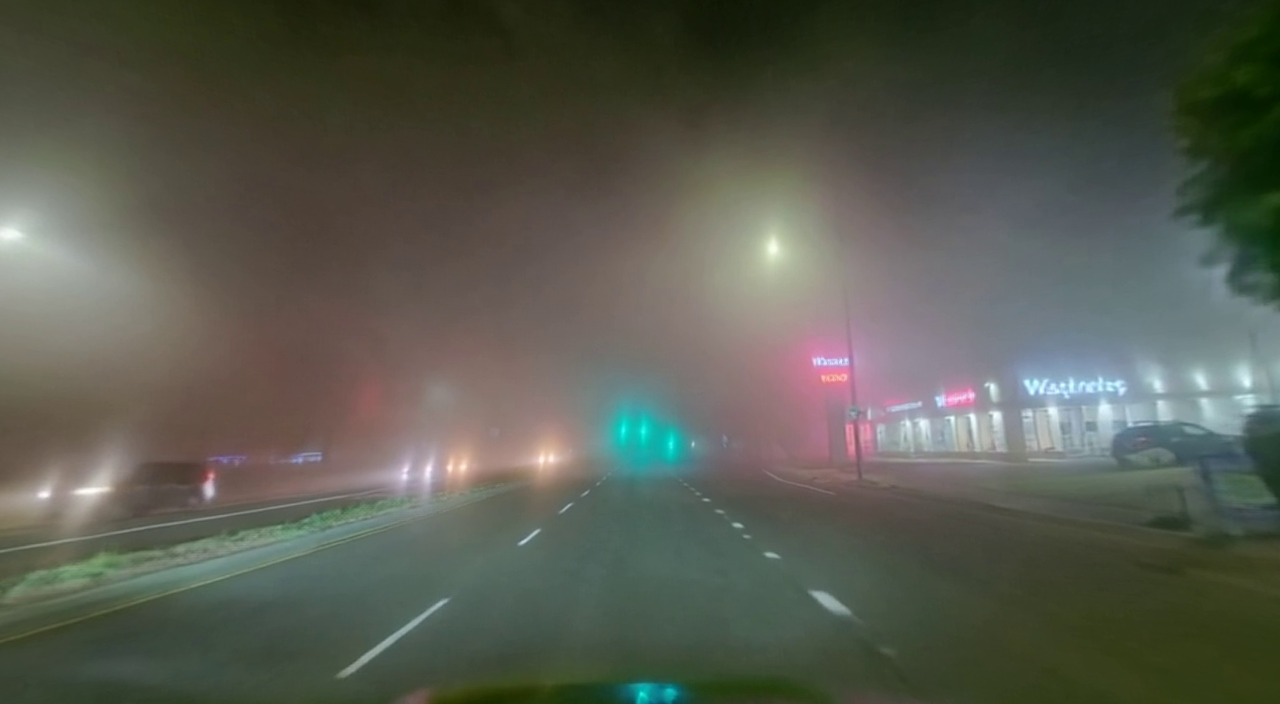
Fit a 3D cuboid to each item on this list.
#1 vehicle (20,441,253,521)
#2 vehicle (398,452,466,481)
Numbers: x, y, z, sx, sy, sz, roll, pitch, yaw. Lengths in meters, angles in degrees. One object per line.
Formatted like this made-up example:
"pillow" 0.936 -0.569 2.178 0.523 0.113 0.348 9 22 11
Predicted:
"vehicle" -14.813 3.780 19.242 2.315 1.998 5.808 -1 -9 0
"vehicle" -11.447 6.308 35.003 2.241 1.455 4.343 0 -9 0
